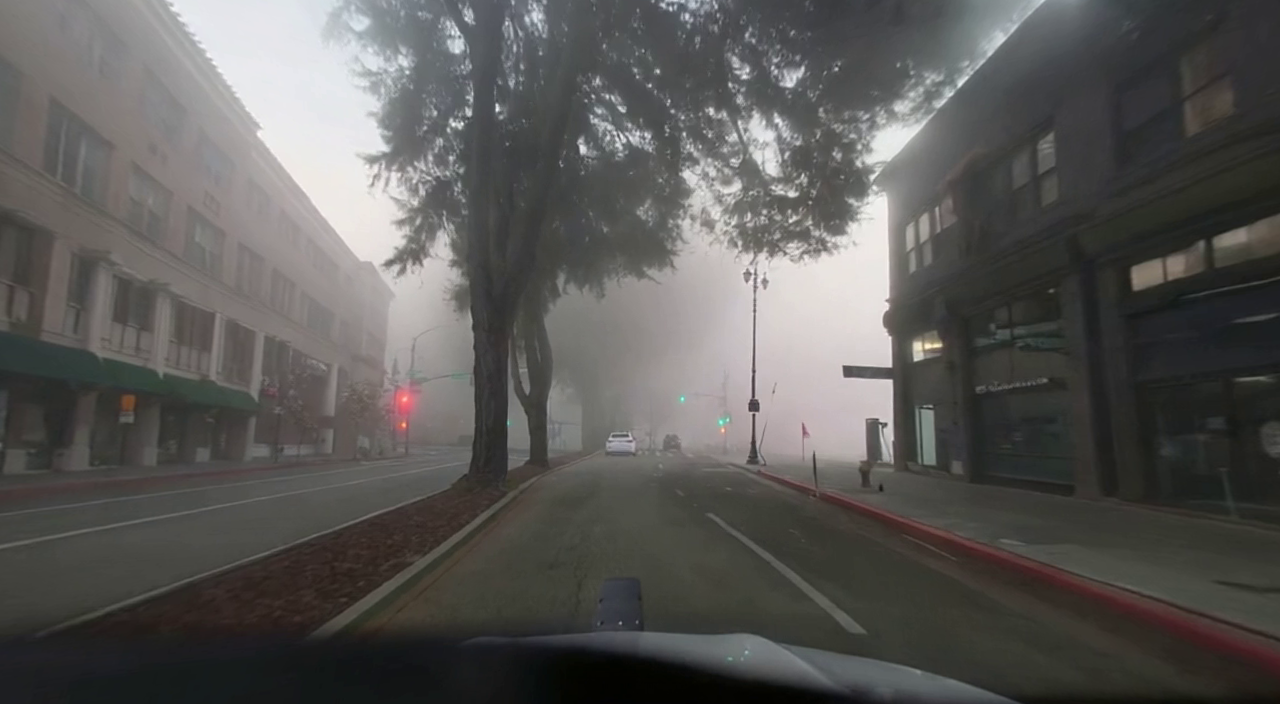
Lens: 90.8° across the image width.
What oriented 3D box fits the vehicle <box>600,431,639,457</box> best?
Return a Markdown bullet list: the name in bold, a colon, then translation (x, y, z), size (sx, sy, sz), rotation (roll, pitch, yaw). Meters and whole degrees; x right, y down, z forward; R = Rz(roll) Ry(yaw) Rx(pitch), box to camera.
- **vehicle**: translation (-1.205, 5.690, 38.975), size (2.173, 1.479, 4.264), rotation (0, -9, 2)
